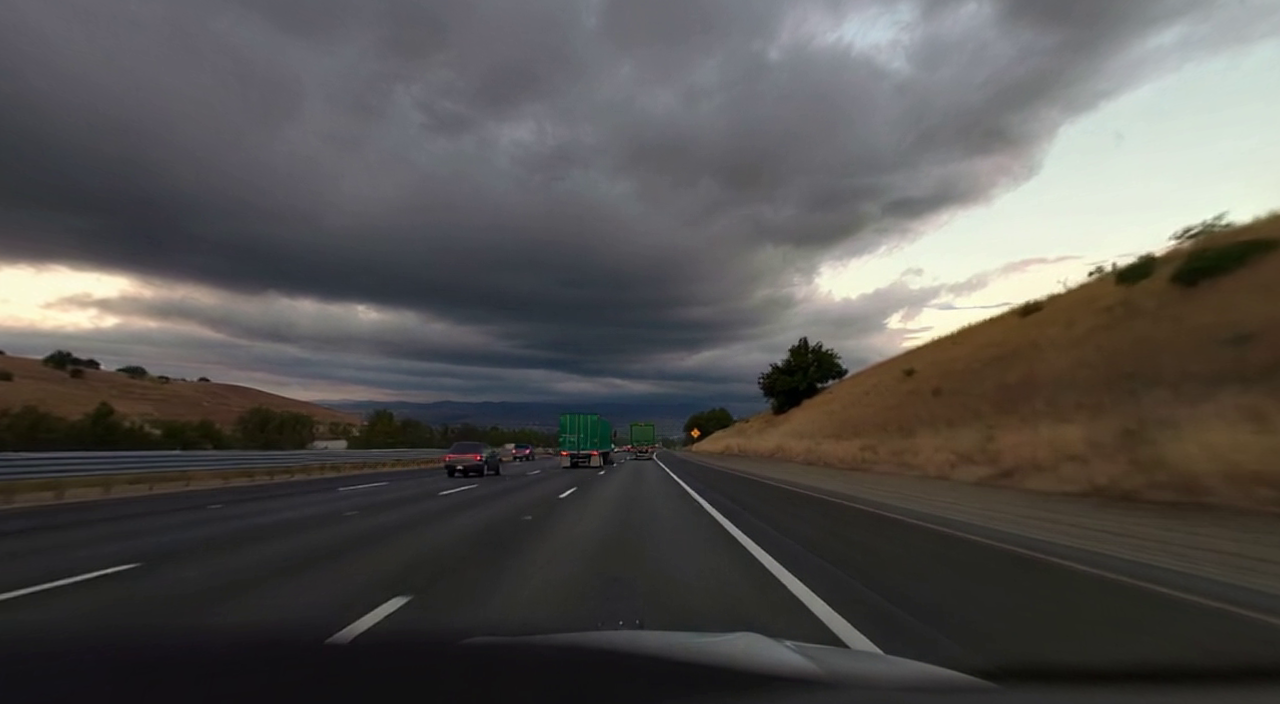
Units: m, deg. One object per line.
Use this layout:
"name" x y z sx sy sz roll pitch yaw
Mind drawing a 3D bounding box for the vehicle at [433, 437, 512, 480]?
"vehicle" -7.363 4.749 28.256 2.125 1.725 4.715 0 -9 1

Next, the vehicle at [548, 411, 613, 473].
"vehicle" -3.420 5.622 39.125 2.789 3.271 10.894 0 -9 1
